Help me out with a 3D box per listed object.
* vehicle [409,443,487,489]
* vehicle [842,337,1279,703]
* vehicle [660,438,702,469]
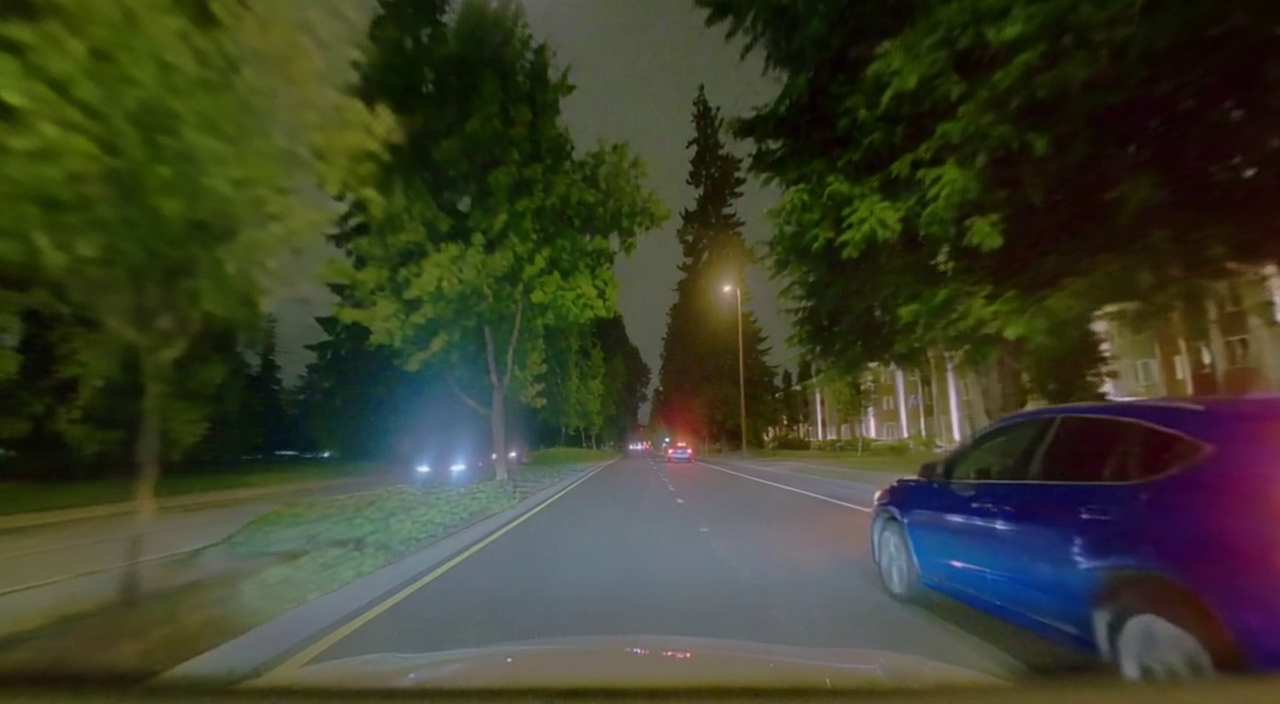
[{"bbox_3d":[-8.114,4.840,27.114,1.973,1.701,4.338,-2,-9,0],"label":"vehicle"},{"bbox_3d":[3.079,1.037,3.919,2.066,1.603,4.475,0,-8,-1],"label":"vehicle"},{"bbox_3d":[2.418,6.139,38.365,2.164,1.725,4.285,0,-9,-1],"label":"vehicle"}]
